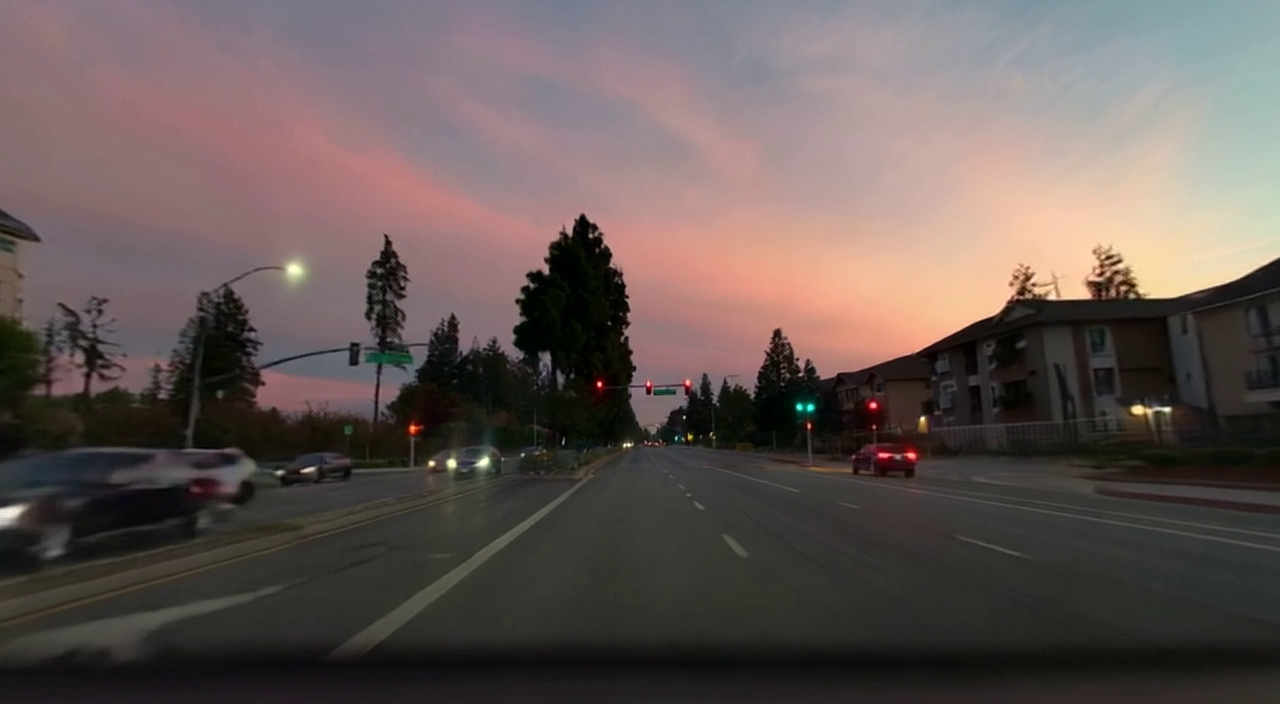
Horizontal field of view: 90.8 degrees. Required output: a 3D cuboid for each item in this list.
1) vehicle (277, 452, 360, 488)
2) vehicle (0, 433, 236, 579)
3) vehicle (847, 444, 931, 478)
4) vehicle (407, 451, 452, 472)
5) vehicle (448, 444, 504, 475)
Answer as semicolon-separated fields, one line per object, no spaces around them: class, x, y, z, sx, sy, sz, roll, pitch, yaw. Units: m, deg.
vehicle;-15.785;5.784;31.294;1.892;1.631;4.226;0;-9;0
vehicle;-8.603;2.142;9.561;2.035;1.711;4.463;0;-9;-1
vehicle;11.610;5.116;29.885;1.955;1.455;4.727;0;-9;-1
vehicle;-15.948;8.294;48.119;1.950;1.511;4.267;0;-9;0
vehicle;-9.283;6.119;36.142;2.010;1.682;4.346;0;-9;0
